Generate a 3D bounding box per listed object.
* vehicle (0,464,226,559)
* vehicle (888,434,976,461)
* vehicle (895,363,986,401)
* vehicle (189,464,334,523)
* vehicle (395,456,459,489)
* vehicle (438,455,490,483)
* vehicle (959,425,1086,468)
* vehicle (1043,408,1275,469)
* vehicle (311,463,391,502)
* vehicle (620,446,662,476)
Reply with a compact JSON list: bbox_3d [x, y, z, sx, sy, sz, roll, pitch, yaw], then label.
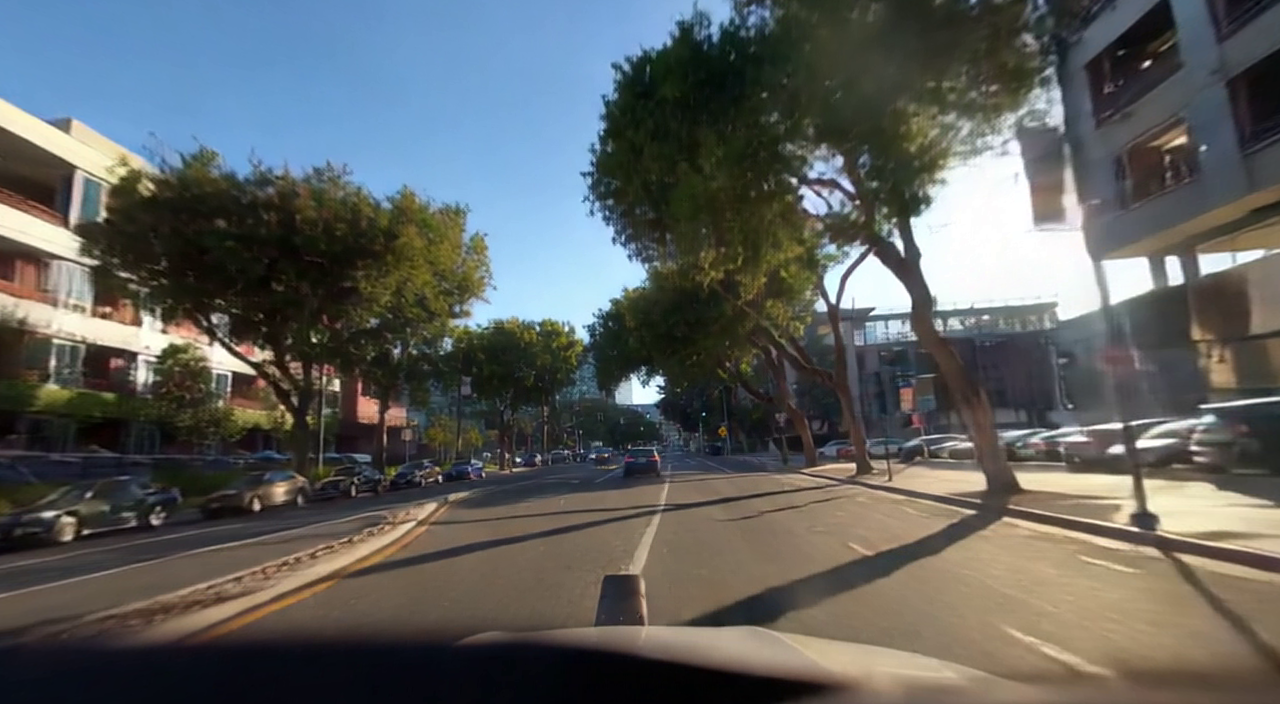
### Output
[{"bbox_3d":[-13.589,4.015,16.524,1.917,1.775,5.018,-10,-10,3],"label":"vehicle"},{"bbox_3d":[16.036,5.283,34.886,3.620,1.412,2.472,0,-9,2],"label":"vehicle"},{"bbox_3d":[15.435,1.587,32.603,3.766,1.708,1.810,-1,-10,6],"label":"vehicle"},{"bbox_3d":[-13.001,4.848,22.104,1.984,1.635,4.525,-3,-9,6],"label":"vehicle"},{"bbox_3d":[-12.256,6.959,36.718,1.997,1.668,4.084,0,-8,5],"label":"vehicle"},{"bbox_3d":[-11.858,7.914,42.905,2.016,1.627,4.742,-2,-8,3],"label":"vehicle"},{"bbox_3d":[14.448,3.602,24.041,3.556,1.414,1.851,-3,-8,1],"label":"vehicle"},{"bbox_3d":[15.211,2.595,18.801,4.750,1.519,2.276,-3,-9,3],"label":"vehicle"},{"bbox_3d":[-12.716,5.743,28.080,1.646,1.462,3.740,0,-8,2],"label":"vehicle"},{"bbox_3d":[0.134,5.823,34.059,2.051,1.454,4.132,0,-8,3],"label":"vehicle"}]
